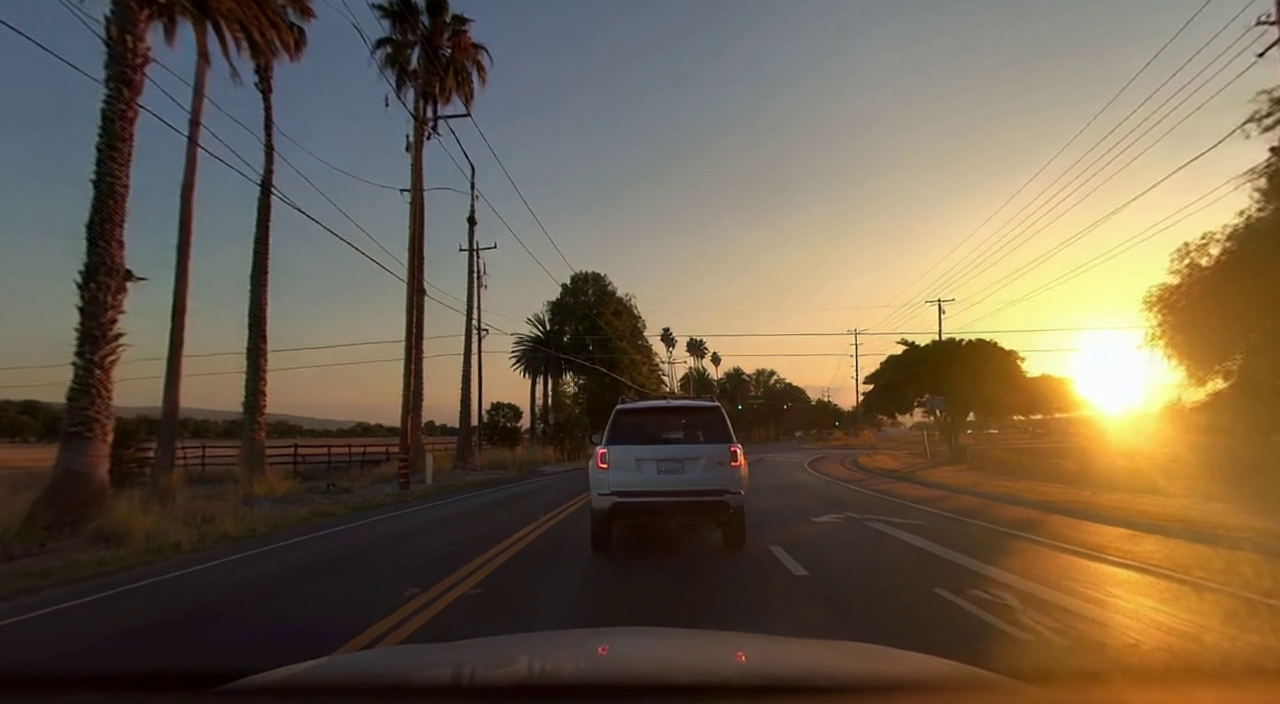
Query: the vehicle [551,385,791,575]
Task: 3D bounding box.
[{"bbox_3d":[0.234,1.593,8.570,2.364,1.859,4.538,0,-9,-2],"label":"vehicle"}]
